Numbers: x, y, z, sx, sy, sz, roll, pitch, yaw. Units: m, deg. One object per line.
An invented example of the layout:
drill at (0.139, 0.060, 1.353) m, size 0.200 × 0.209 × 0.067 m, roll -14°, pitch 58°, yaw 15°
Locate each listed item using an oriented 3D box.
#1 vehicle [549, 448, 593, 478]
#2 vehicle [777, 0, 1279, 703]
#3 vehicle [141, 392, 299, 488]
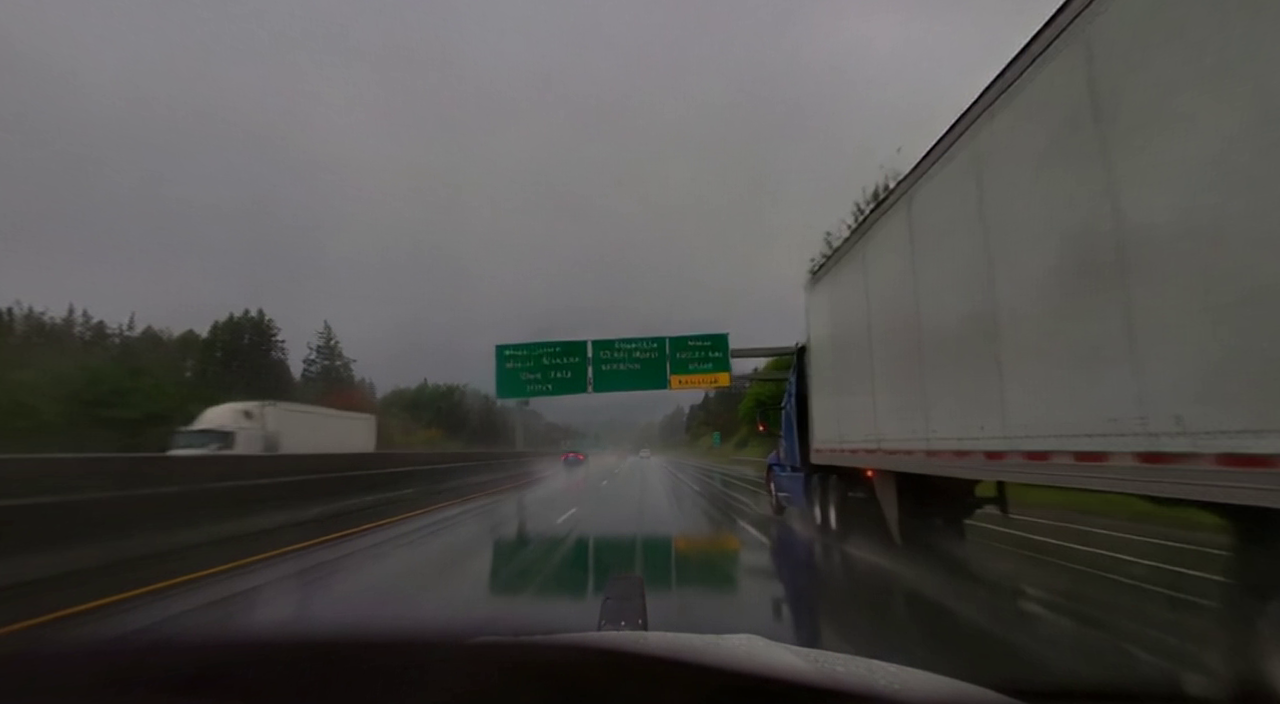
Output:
vehicle at (-3.648, 5.915, 33.894) m, size 1.918 × 1.510 × 4.006 m, roll 0°, pitch -9°, yaw 0°
vehicle at (4.229, 0.054, 4.808) m, size 3.025 × 4.005 × 14.010 m, roll 0°, pitch -9°, yaw -1°
vehicle at (-18.835, 4.049, 28.847) m, size 2.970 × 3.896 × 5.863 m, roll 0°, pitch -9°, yaw 0°
